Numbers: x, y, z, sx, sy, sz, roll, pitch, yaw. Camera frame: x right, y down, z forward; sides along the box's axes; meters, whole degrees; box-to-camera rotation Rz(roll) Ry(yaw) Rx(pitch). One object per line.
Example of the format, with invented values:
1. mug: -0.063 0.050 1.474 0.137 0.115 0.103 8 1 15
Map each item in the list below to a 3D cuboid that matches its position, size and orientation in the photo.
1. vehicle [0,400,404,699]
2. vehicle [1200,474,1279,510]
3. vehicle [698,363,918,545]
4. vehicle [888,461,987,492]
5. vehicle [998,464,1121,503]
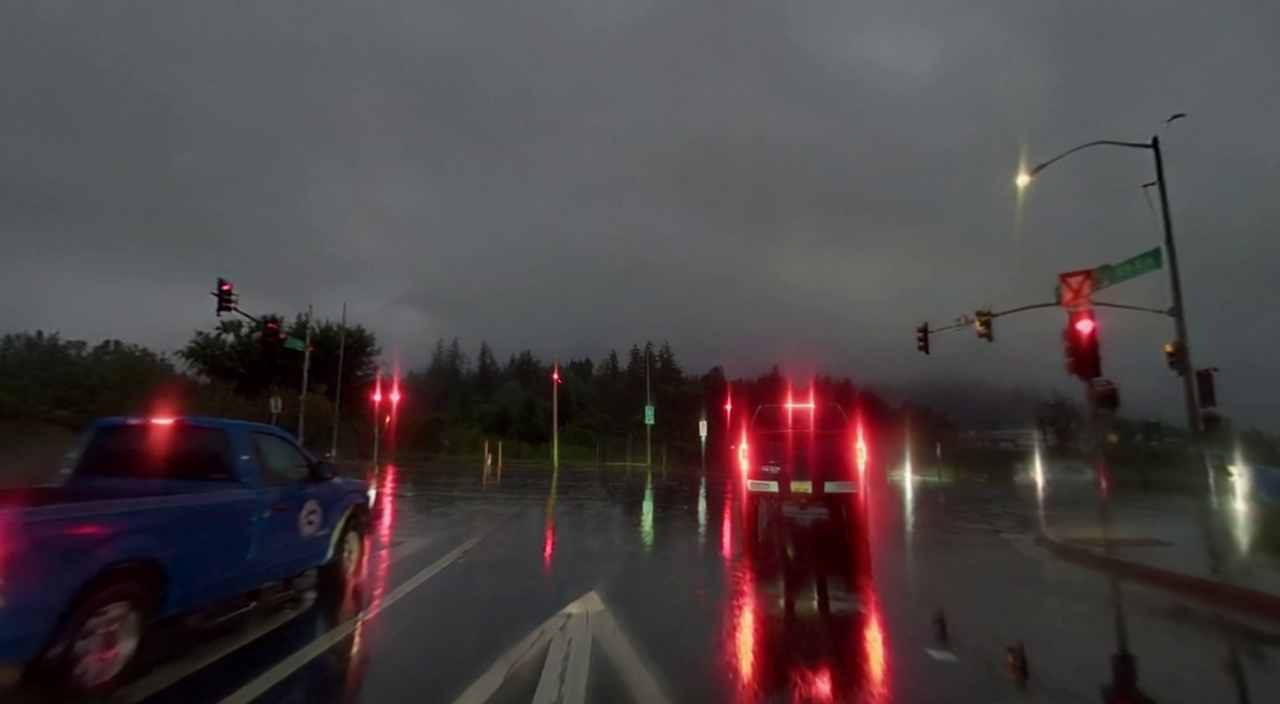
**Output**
1. vehicle: -3.901 1.337 5.502 1.913 1.491 4.547 0 -9 0
2. vehicle: 29.334 6.561 29.563 4.322 1.522 1.795 0 -9 0
3. vehicle: 2.834 1.818 11.576 2.851 2.400 5.978 -2 -9 11
4. vehicle: 16.438 6.901 34.978 4.537 1.608 1.827 0 -9 1
5. vehicle: 19.907 6.260 30.058 4.356 1.498 1.957 -4 -9 3
